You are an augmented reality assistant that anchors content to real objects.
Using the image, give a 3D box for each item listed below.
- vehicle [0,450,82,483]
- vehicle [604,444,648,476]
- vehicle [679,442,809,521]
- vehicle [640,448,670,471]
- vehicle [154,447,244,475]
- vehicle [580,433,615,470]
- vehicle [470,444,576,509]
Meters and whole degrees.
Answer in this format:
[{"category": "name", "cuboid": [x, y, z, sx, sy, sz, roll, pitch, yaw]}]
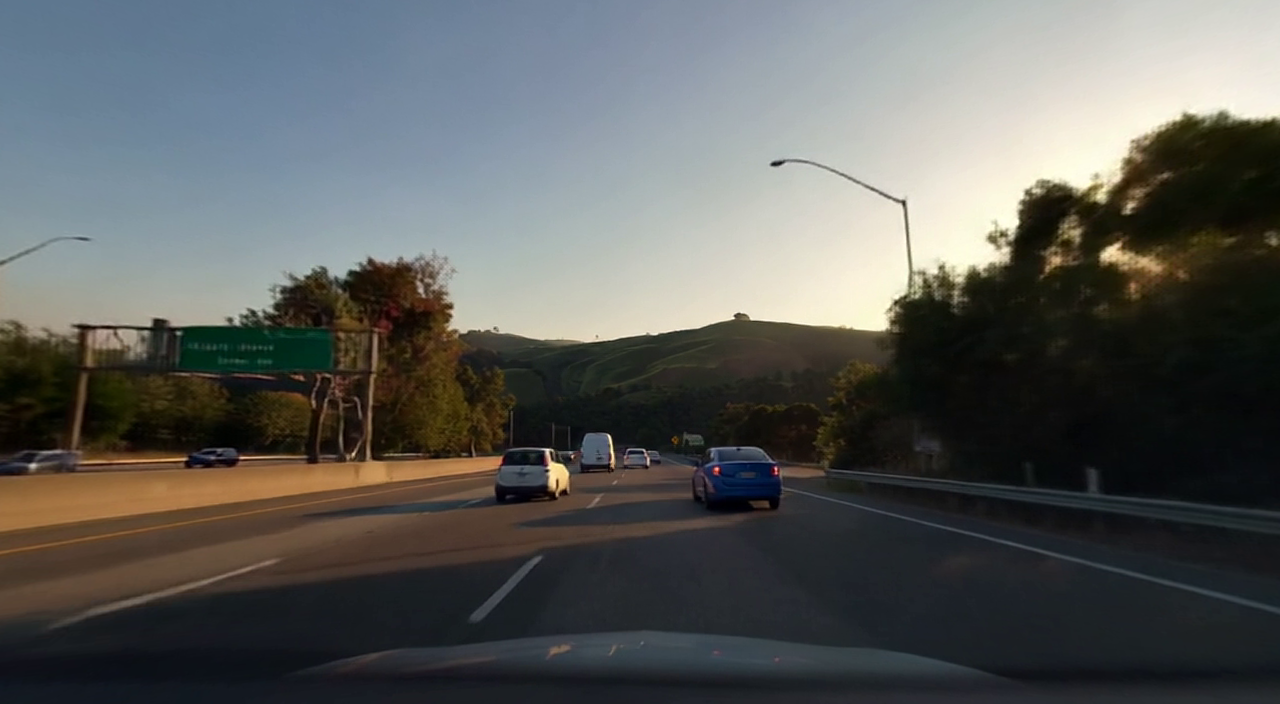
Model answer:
[{"category": "vehicle", "cuboid": [-34.379, 6.321, 34.935, 1.974, 1.677, 5.416, 0, -9, 1]}, {"category": "vehicle", "cuboid": [-0.856, 6.121, 36.002, 2.270, 1.660, 4.101, 0, -9, -4]}, {"category": "vehicle", "cuboid": [2.131, 2.808, 14.321, 2.050, 1.491, 4.362, 0, -8, -2]}, {"category": "vehicle", "cuboid": [1.065, 7.745, 45.594, 2.054, 1.504, 3.890, 0, -8, 0]}, {"category": "vehicle", "cuboid": [-33.880, 8.366, 48.779, 2.295, 2.002, 6.355, 0, -9, 0]}, {"category": "vehicle", "cuboid": [-3.271, 7.820, 49.536, 2.396, 2.664, 5.735, 0, -9, 0]}, {"category": "vehicle", "cuboid": [-2.952, 3.242, 16.935, 1.990, 1.501, 4.250, 0, -8, 1]}]
